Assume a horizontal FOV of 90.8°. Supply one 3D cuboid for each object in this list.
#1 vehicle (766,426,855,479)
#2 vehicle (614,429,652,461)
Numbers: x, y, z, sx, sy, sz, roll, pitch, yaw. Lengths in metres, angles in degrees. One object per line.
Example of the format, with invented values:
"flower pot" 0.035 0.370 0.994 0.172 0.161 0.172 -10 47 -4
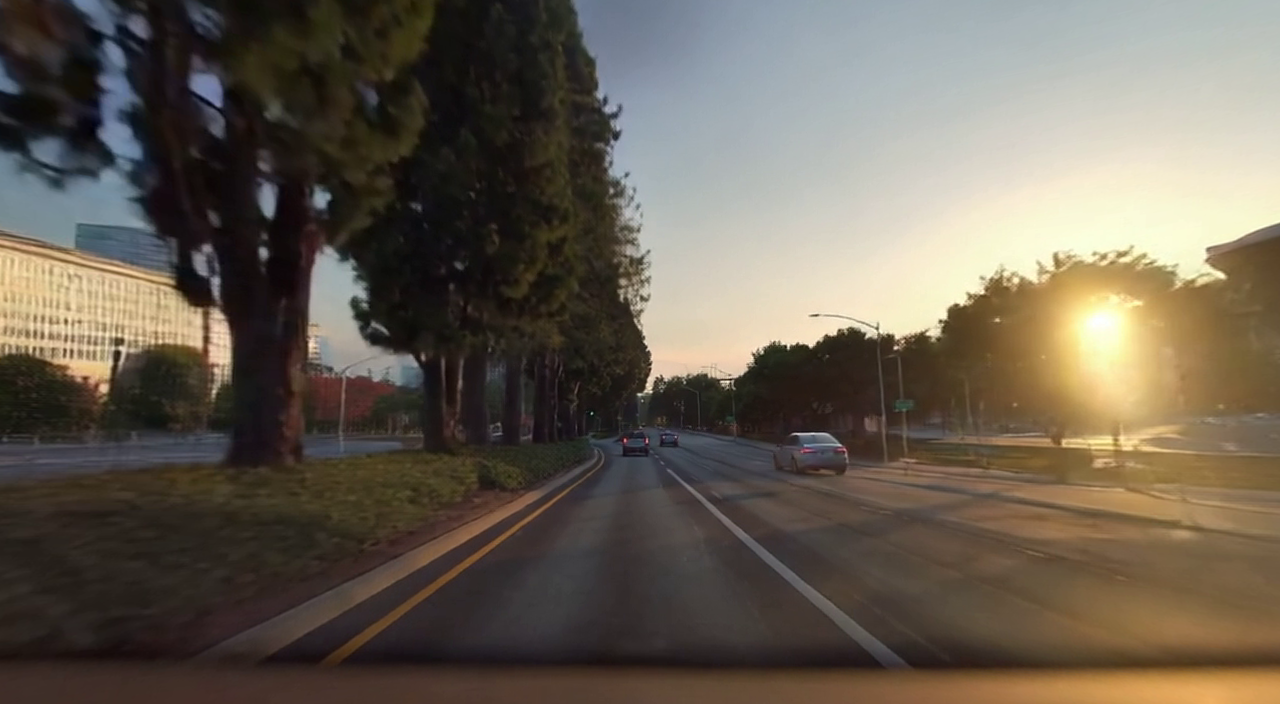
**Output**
"vehicle" 6.357 3.819 24.127 2.026 1.804 4.565 0 -9 -1
"vehicle" -0.426 5.660 38.295 2.193 1.794 4.457 0 -9 -1
